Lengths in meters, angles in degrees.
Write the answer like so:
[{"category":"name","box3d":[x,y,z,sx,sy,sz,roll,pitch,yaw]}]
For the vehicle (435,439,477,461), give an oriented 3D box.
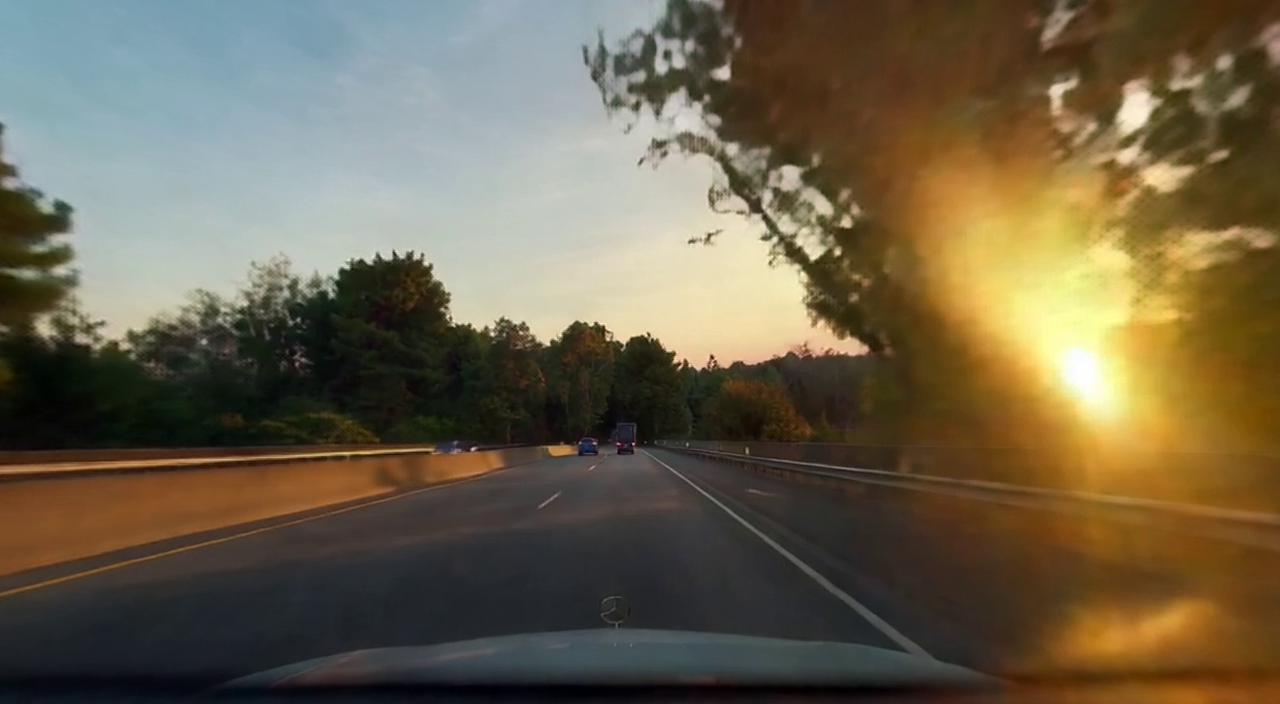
[{"category":"vehicle","box3d":[-13.353,7.130,45.889,1.851,1.461,4.001,0,-8,-1]}]
